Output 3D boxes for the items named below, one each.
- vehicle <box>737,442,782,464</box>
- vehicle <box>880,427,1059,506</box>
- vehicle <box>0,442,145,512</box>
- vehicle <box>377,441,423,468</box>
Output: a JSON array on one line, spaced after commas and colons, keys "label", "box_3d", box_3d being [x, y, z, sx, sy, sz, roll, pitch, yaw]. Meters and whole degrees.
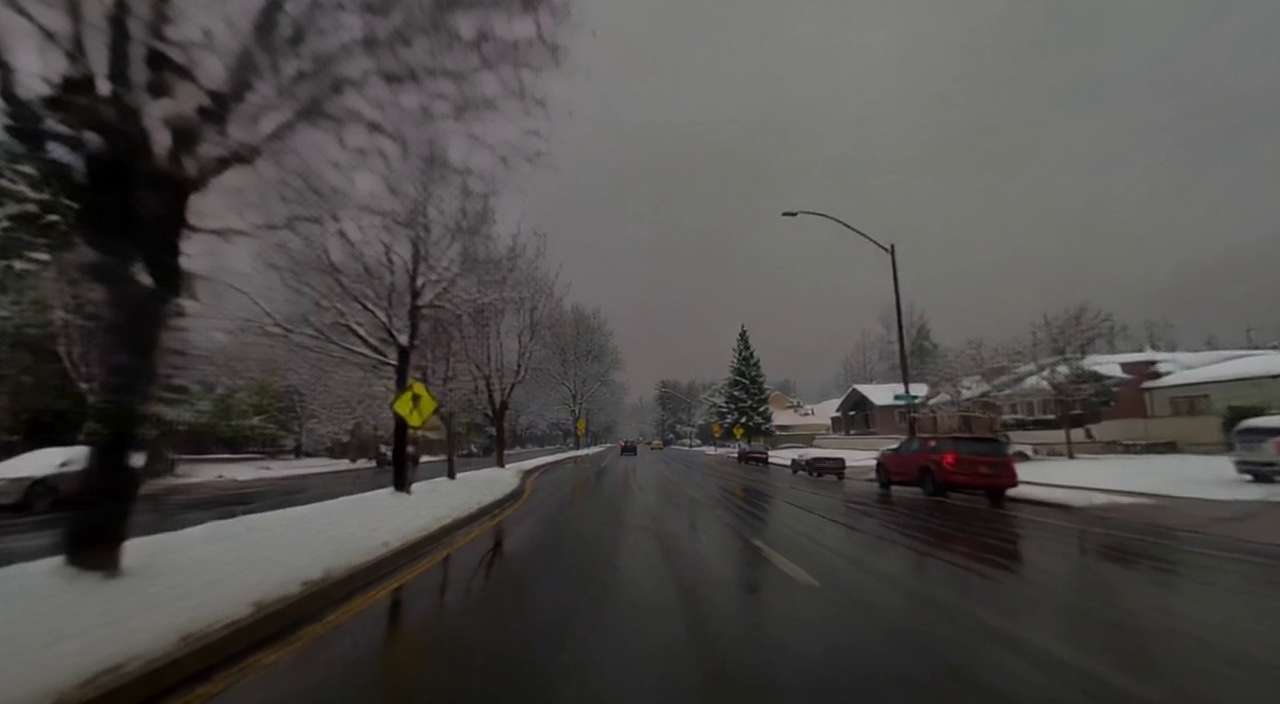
[{"label": "vehicle", "box_3d": [8.230, 6.988, 43.830, 1.925, 1.454, 4.493, 0, -8, -5]}, {"label": "vehicle", "box_3d": [8.638, 3.037, 17.257, 2.100, 1.821, 4.991, 0, -8, -1]}, {"label": "vehicle", "box_3d": [-17.947, 3.688, 19.026, 2.016, 1.755, 5.389, -3, -8, -3]}, {"label": "vehicle", "box_3d": [-18.863, 8.025, 49.851, 1.994, 1.874, 4.502, -3, -8, -1]}]
